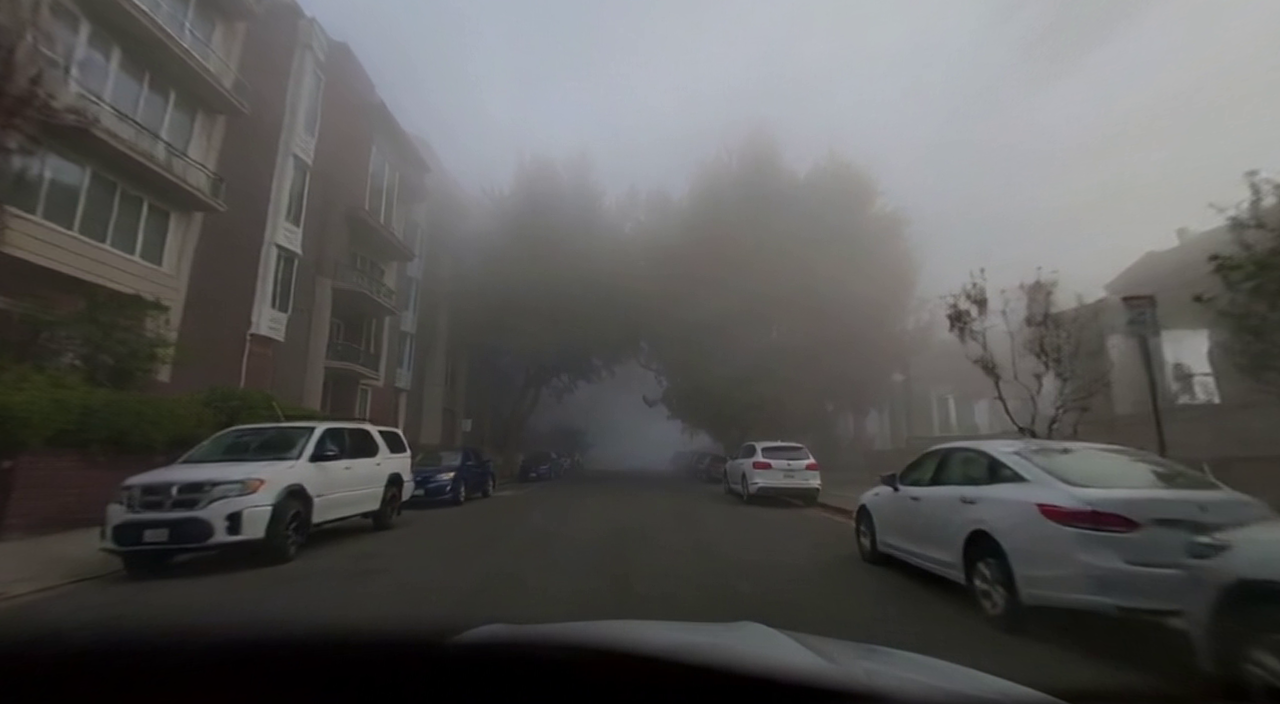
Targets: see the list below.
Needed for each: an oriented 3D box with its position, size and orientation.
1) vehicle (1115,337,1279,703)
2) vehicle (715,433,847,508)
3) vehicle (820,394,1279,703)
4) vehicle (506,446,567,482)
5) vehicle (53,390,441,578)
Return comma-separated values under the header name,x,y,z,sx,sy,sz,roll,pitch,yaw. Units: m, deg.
name,x,y,z,sx,sy,sz,roll,pitch,yaw
vehicle,3.603,0.580,0.708,2.216,1.790,5.077,0,-8,1
vehicle,3.966,3.482,19.246,2.473,1.895,6.050,0,-8,-2
vehicle,3.691,1.435,5.965,2.445,1.662,5.309,0,-8,0
vehicle,-5.422,5.929,33.812,2.222,1.735,5.215,-1,-8,2
vehicle,-5.558,1.997,10.388,2.596,2.152,5.689,-2,-9,2
